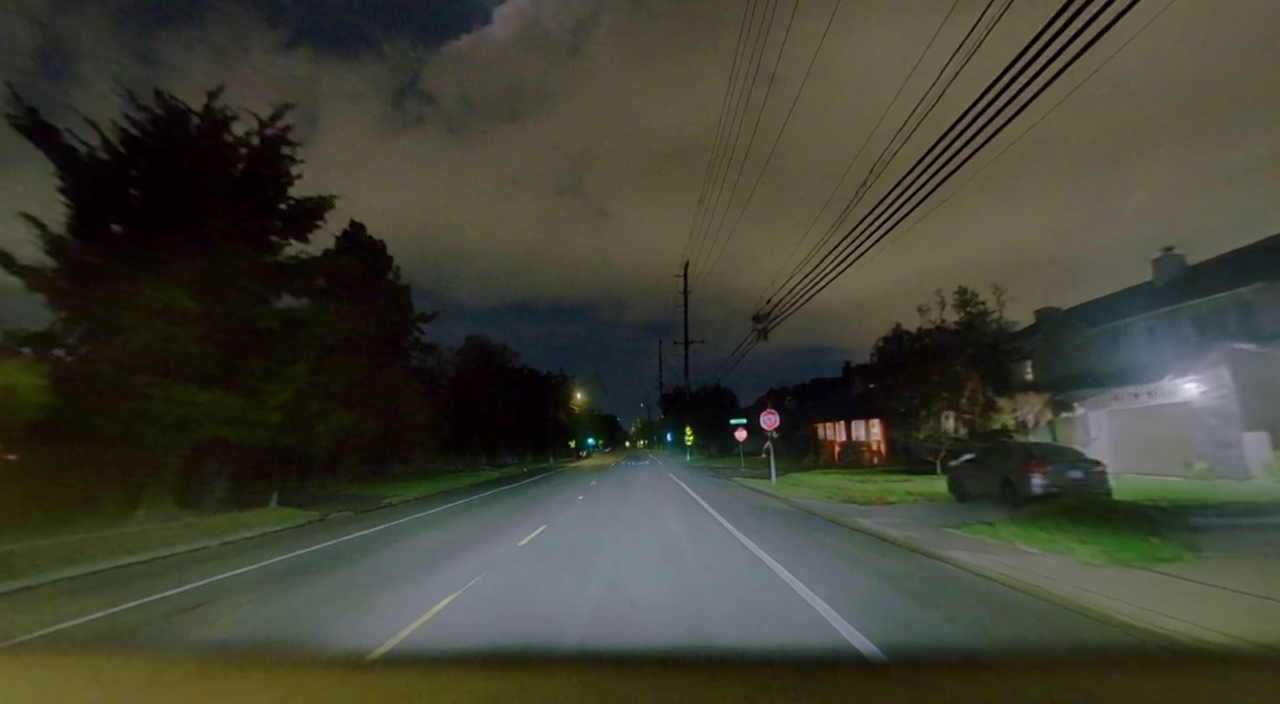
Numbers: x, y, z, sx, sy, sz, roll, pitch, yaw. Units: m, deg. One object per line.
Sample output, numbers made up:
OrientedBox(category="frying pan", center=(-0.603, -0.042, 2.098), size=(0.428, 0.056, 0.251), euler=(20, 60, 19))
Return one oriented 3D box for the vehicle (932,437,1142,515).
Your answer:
OrientedBox(category="vehicle", center=(8.709, 2.729, 14.463), size=(1.811, 1.491, 4.407), euler=(0, -9, -2))
